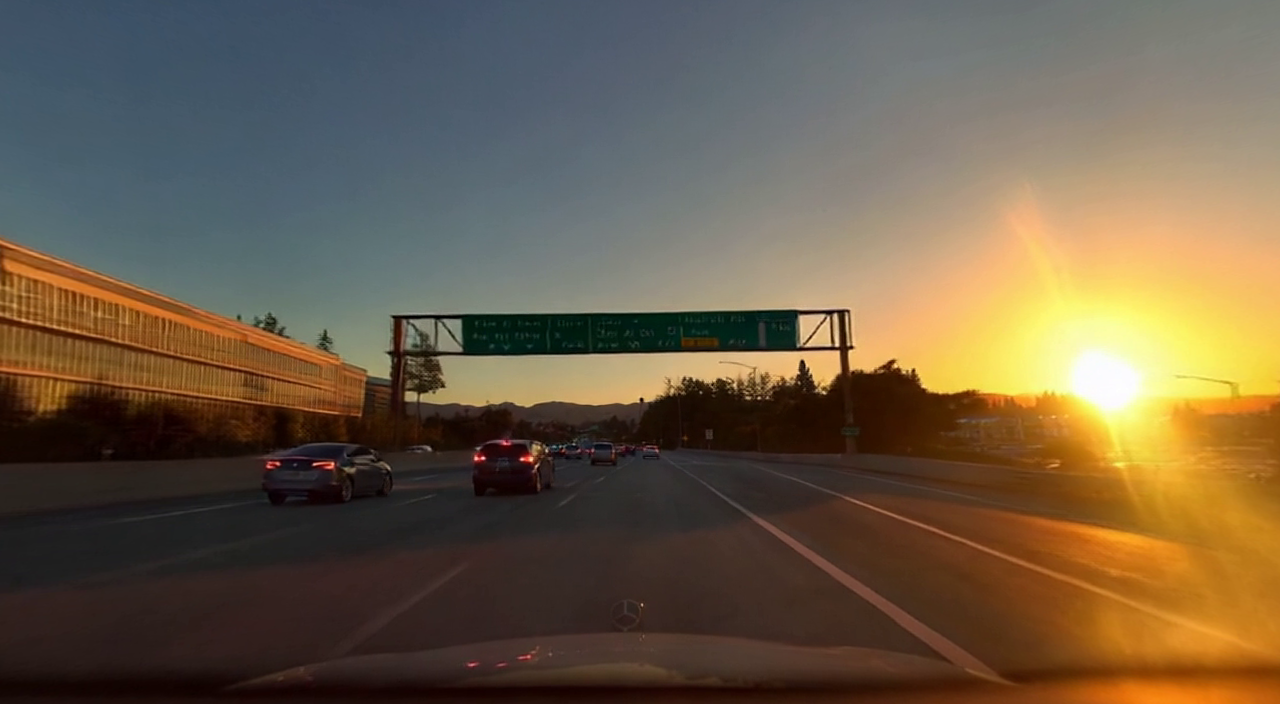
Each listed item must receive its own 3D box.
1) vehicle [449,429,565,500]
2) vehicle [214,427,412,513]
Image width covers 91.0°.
[{"bbox_3d":[-3.560,3.115,17.782,2.158,1.717,4.375,-1,-9,2],"label":"vehicle"},{"bbox_3d":[-7.295,2.678,14.752,2.071,1.661,4.540,-1,-9,2],"label":"vehicle"}]
